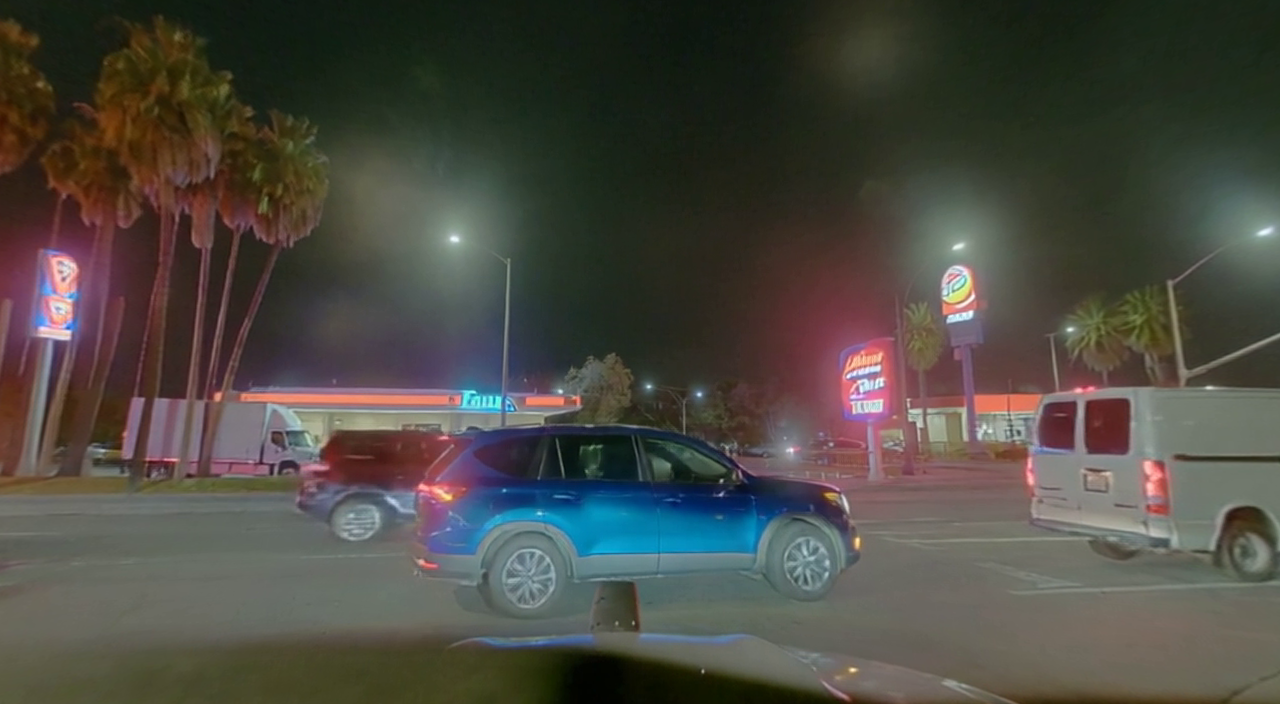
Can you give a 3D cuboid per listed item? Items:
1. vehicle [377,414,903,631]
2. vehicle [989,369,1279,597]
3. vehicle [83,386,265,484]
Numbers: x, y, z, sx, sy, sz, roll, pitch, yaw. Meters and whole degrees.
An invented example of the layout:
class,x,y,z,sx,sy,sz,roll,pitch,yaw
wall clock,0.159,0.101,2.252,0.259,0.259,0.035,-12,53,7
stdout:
class,x,y,z,sx,sy,sz,roll,pitch,yaw
vehicle,-0.020,1.577,6.522,4.493,1.728,2.137,1,-9,-7
vehicle,7.997,1.478,7.698,6.246,2.202,2.277,1,-9,-7
vehicle,-21.120,3.925,29.459,3.034,3.929,7.699,1,-9,-5
